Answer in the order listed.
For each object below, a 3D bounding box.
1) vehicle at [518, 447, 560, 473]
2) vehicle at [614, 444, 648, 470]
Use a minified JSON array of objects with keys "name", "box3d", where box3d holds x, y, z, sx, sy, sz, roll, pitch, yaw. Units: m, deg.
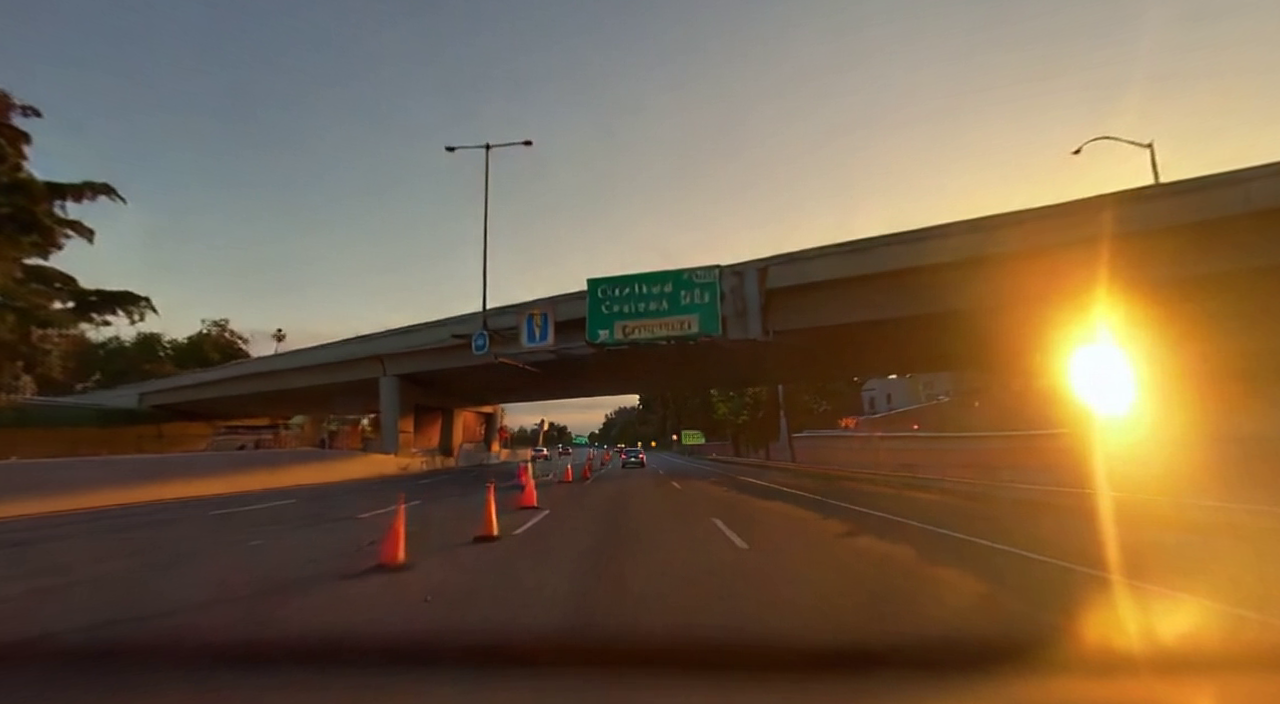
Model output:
[{"name":"vehicle","box3d":[-6.287,6.745,39.789,1.997,1.507,4.248,0,-9,-1]},{"name":"vehicle","box3d":[-0.596,6.928,41.764,2.109,1.638,3.856,0,-9,-1]}]
